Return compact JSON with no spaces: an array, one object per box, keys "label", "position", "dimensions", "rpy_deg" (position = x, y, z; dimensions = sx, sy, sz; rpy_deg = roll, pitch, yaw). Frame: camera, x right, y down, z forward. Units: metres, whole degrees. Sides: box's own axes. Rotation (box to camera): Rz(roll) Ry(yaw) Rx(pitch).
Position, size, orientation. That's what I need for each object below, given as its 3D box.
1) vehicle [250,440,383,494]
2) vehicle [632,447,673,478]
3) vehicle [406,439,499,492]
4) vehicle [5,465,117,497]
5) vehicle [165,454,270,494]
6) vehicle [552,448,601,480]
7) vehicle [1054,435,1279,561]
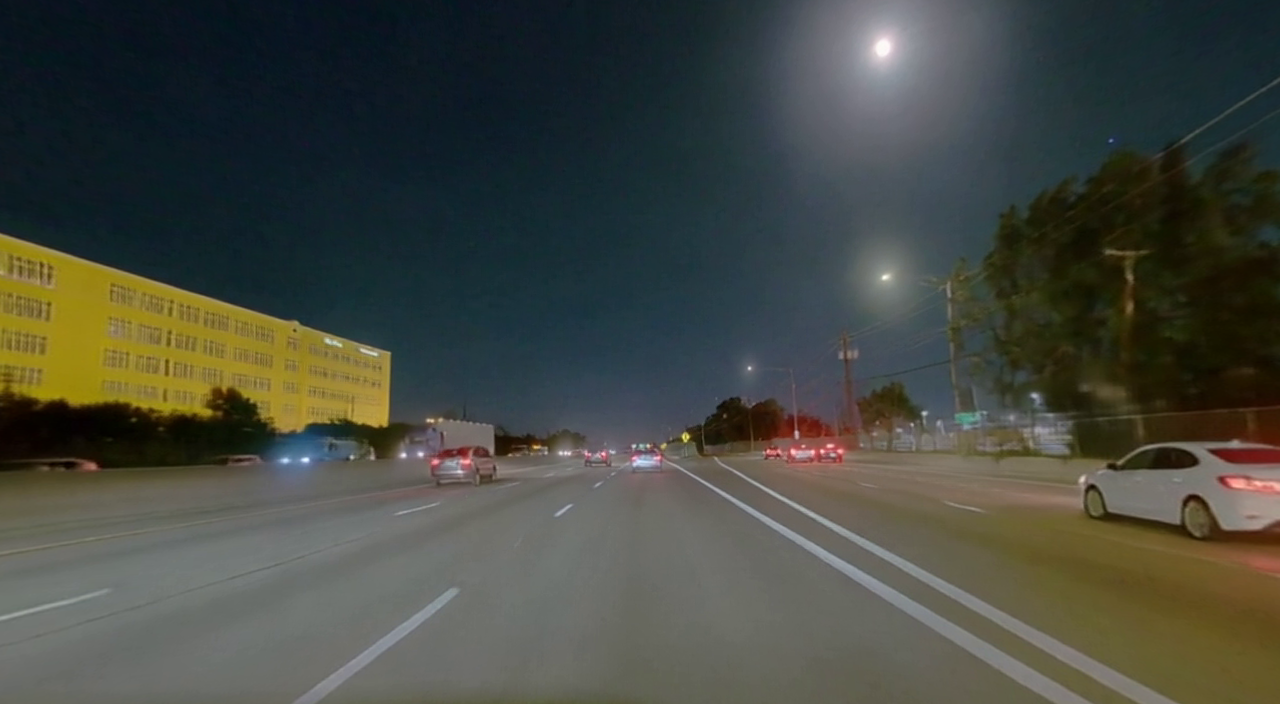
[{"label":"vehicle","position":[-12.919,4.592,25.771],"dimensions":[2.283,1.915,5.774],"rpy_deg":[-1,-8,1]},{"label":"vehicle","position":[0.641,6.037,34.768],"dimensions":[2.107,1.538,3.999],"rpy_deg":[0,-8,0]},{"label":"vehicle","position":[-7.204,4.379,24.851],"dimensions":[2.106,1.827,4.814],"rpy_deg":[-1,-8,1]},{"label":"vehicle","position":[-28.488,6.337,31.208],"dimensions":[1.896,1.447,3.814],"rpy_deg":[0,-10,-1]},{"label":"vehicle","position":[-20.181,5.793,30.378],"dimensions":[1.853,1.671,4.525],"rpy_deg":[-1,-8,1]},{"label":"vehicle","position":[-3.312,5.920,33.671],"dimensions":[2.059,1.508,4.662],"rpy_deg":[-1,-8,1]},{"label":"vehicle","position":[8.768,2.046,9.699],"dimensions":[1.966,1.484,4.610],"rpy_deg":[-1,-8,5]}]
